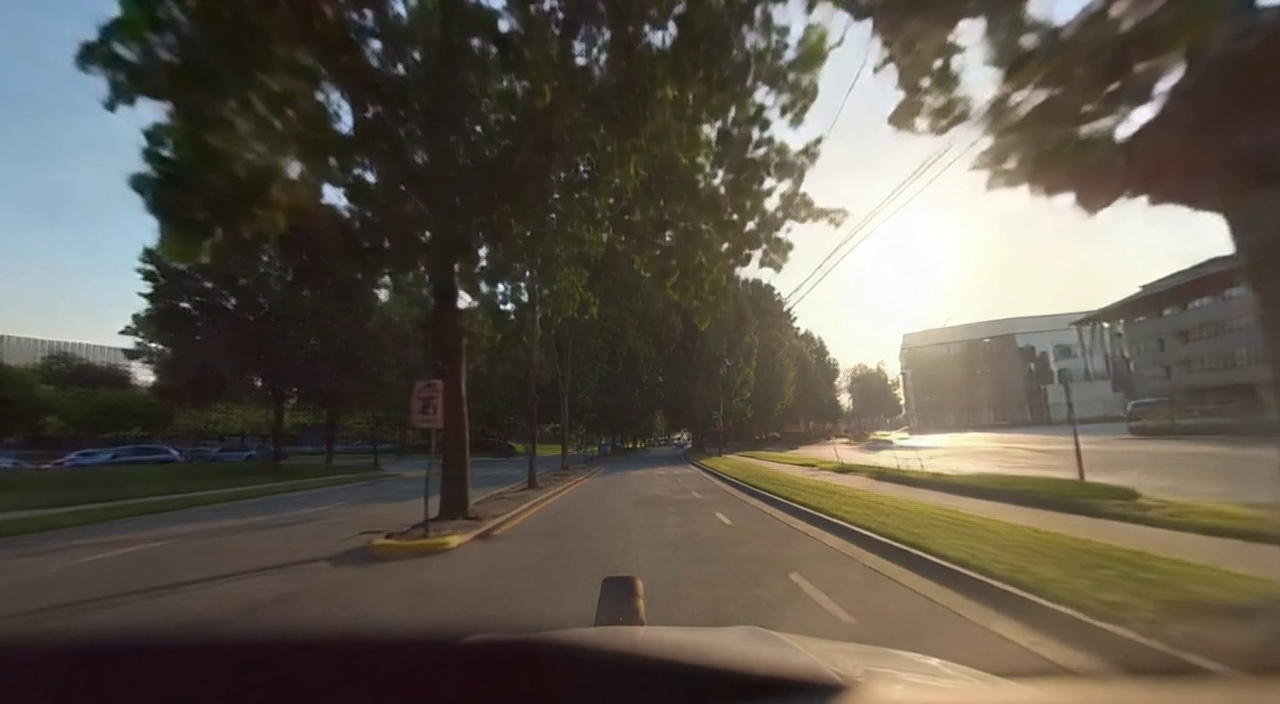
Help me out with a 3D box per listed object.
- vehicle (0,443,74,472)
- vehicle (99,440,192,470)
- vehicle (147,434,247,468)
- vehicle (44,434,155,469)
[{"bbox_3d":[-34.062,5.755,34.659,1.785,1.493,4.343,0,-8,3],"label":"vehicle"},{"bbox_3d":[-26.473,5.492,34.013,1.641,1.505,4.016,-1,-8,2],"label":"vehicle"},{"bbox_3d":[-23.807,5.403,34.183,1.850,1.662,4.580,1,-10,3],"label":"vehicle"},{"bbox_3d":[-28.869,5.319,33.970,1.977,1.701,4.396,1,-8,0],"label":"vehicle"}]
